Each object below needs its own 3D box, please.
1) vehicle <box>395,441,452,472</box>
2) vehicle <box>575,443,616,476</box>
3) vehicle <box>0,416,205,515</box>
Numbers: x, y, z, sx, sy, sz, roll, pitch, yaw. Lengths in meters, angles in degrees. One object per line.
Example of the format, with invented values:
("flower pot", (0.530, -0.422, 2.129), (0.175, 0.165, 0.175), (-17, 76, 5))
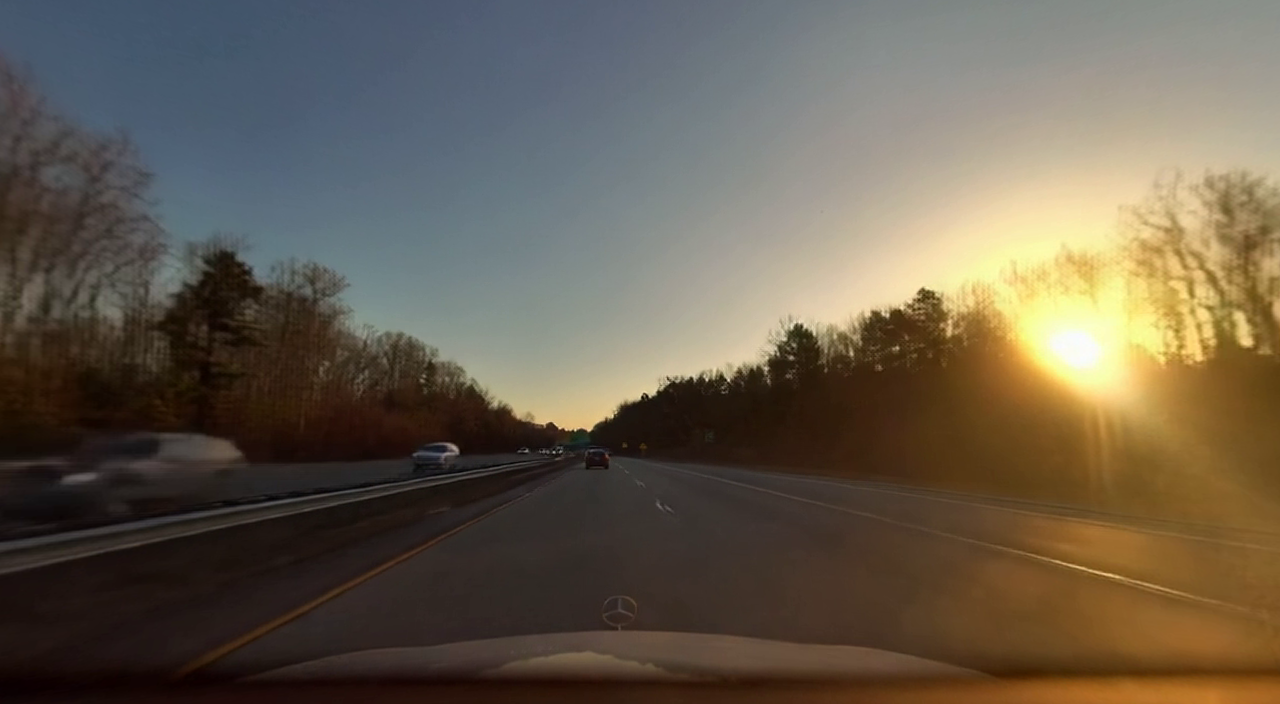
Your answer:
("vehicle", (-11.597, 5.610, 33.797), (1.817, 1.501, 3.906), (0, -9, -3))
("vehicle", (-2.465, 5.978, 34.961), (2.151, 1.693, 4.201), (0, -9, -3))
("vehicle", (-10.198, 2.025, 11.488), (1.815, 1.491, 3.784), (0, -9, -3))
